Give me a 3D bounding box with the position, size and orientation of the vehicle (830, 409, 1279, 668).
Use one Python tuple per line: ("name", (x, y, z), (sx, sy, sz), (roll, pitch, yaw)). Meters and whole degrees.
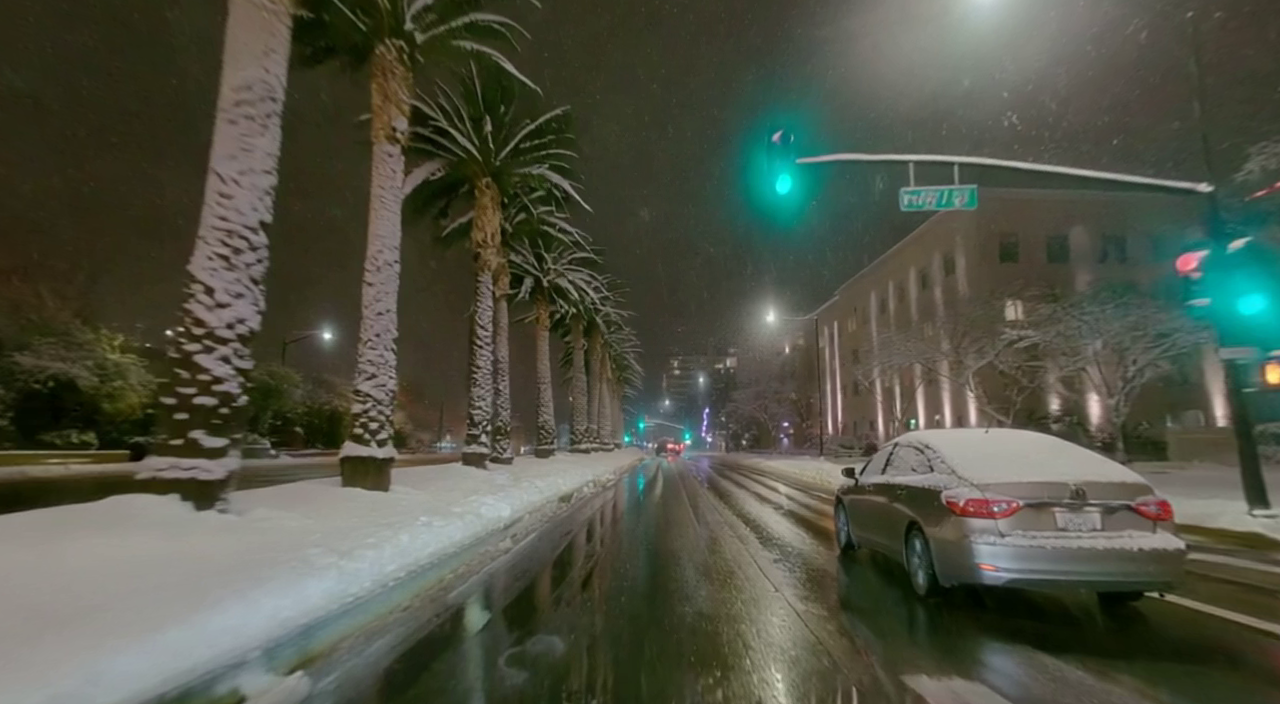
("vehicle", (3.418, 1.449, 6.044), (1.867, 1.554, 4.301), (0, -8, 1))
